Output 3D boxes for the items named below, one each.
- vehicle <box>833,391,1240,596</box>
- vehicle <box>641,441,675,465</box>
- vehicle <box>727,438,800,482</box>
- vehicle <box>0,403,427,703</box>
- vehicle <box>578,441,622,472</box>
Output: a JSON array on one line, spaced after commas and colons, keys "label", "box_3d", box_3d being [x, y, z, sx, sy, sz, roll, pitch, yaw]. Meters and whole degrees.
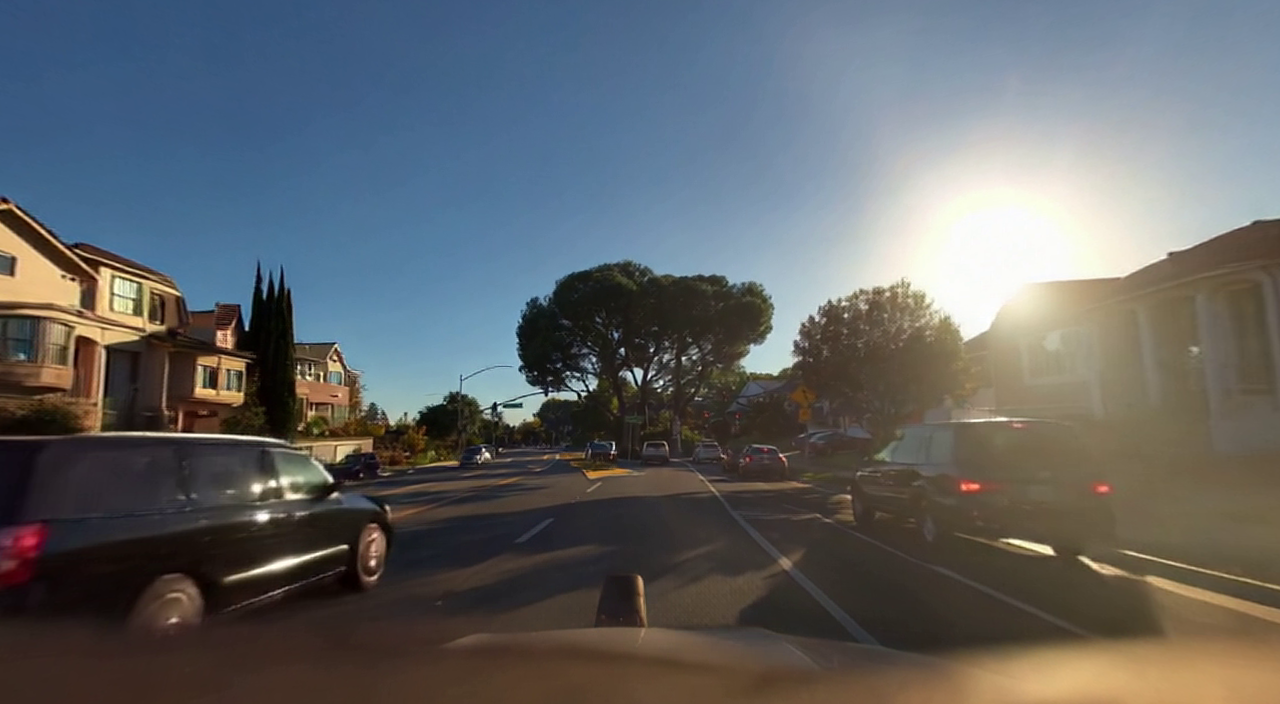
[{"label": "vehicle", "box_3d": [4.176, 1.573, 7.851, 2.069, 1.780, 4.480, 0, -8, -1]}, {"label": "vehicle", "box_3d": [1.166, 6.685, 41.827, 2.081, 1.475, 4.361, 0, -8, 1]}, {"label": "vehicle", "box_3d": [4.549, 4.052, 23.910, 1.964, 1.485, 4.454, 0, -8, 1]}, {"label": "vehicle", "box_3d": [-3.328, 1.255, 4.337, 2.069, 1.510, 4.325, -1, -8, 2]}, {"label": "vehicle", "box_3d": [-2.042, 5.530, 33.729, 1.986, 1.508, 4.261, -1, -8, 1]}]
